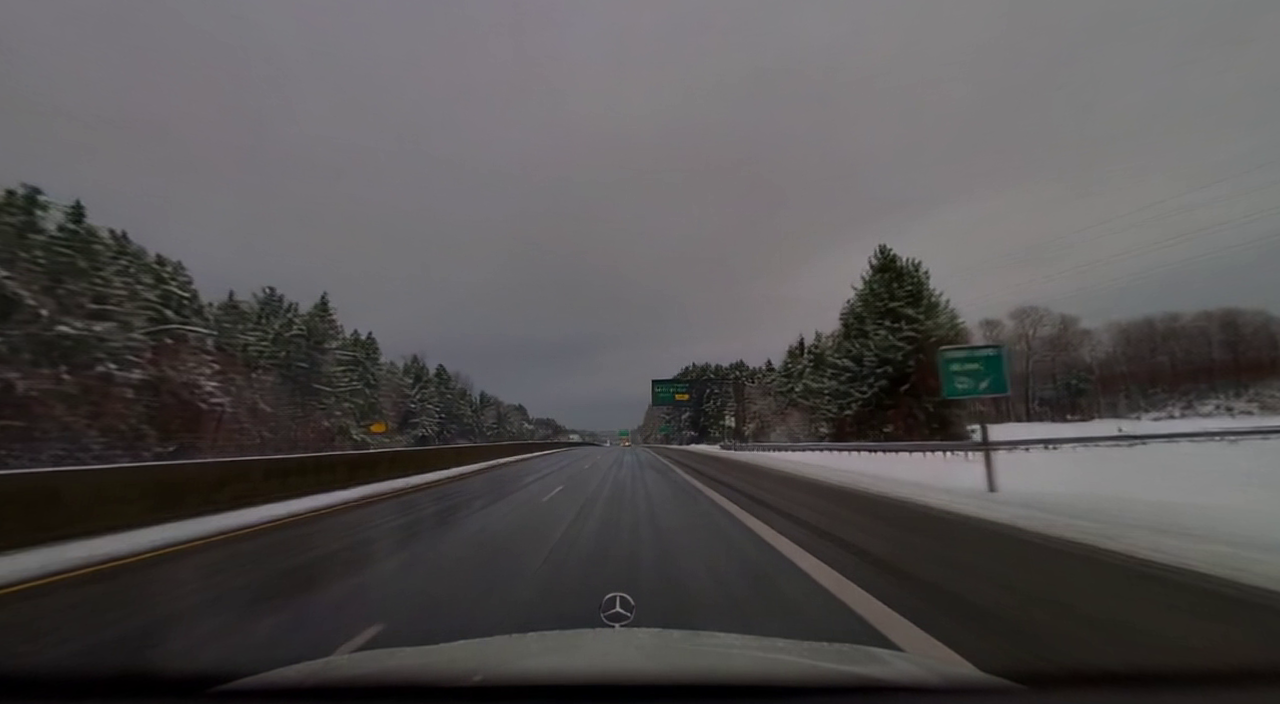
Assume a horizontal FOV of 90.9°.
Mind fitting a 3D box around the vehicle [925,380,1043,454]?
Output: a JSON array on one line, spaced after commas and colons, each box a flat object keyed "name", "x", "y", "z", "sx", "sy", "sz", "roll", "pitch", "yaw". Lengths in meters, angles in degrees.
[{"name": "vehicle", "x": 20.073, "y": 3.920, "z": 37.269, "sx": 2.963, "sy": 3.988, "sz": 5.894, "roll": 1, "pitch": -8, "yaw": -7}]
